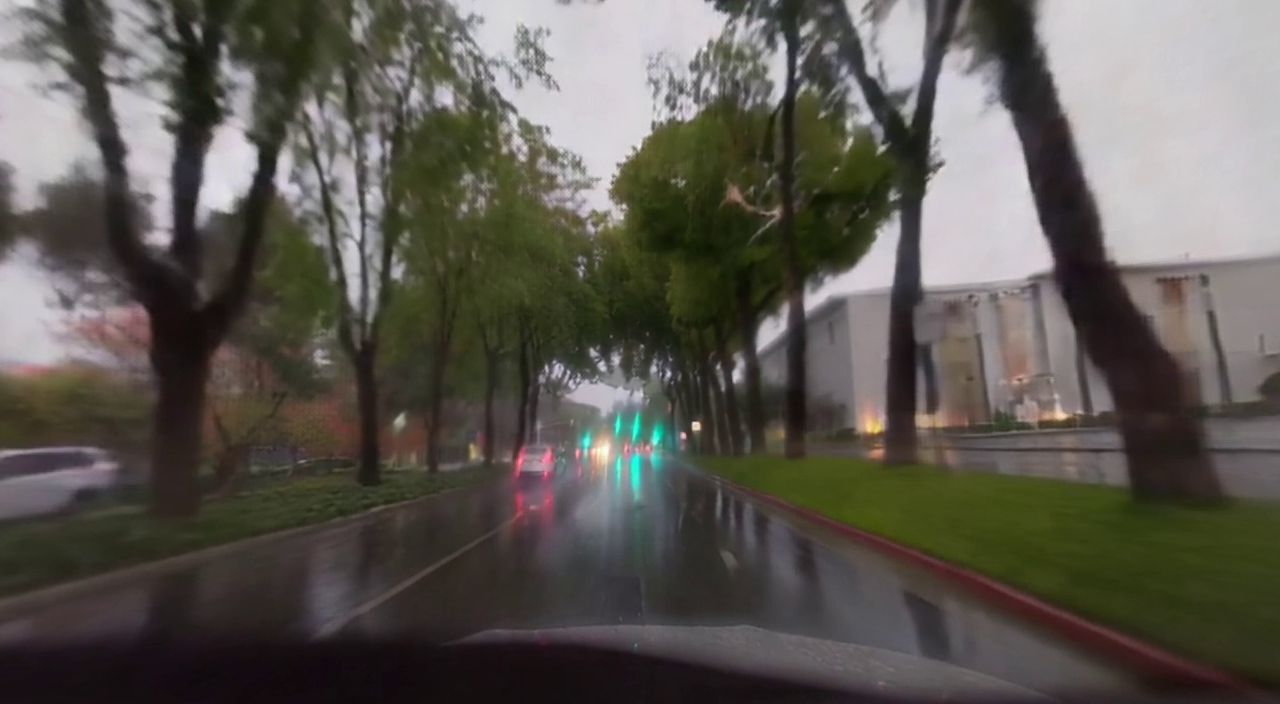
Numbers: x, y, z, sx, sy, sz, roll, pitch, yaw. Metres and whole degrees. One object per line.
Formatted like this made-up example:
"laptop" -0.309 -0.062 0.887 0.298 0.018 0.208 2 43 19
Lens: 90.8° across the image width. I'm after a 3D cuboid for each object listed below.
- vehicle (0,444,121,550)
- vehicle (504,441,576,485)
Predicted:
"vehicle" -11.670 2.357 10.091 2.109 1.729 5.492 0 -8 0
"vehicle" -3.586 4.048 23.399 1.932 1.431 4.144 -1 -8 1
